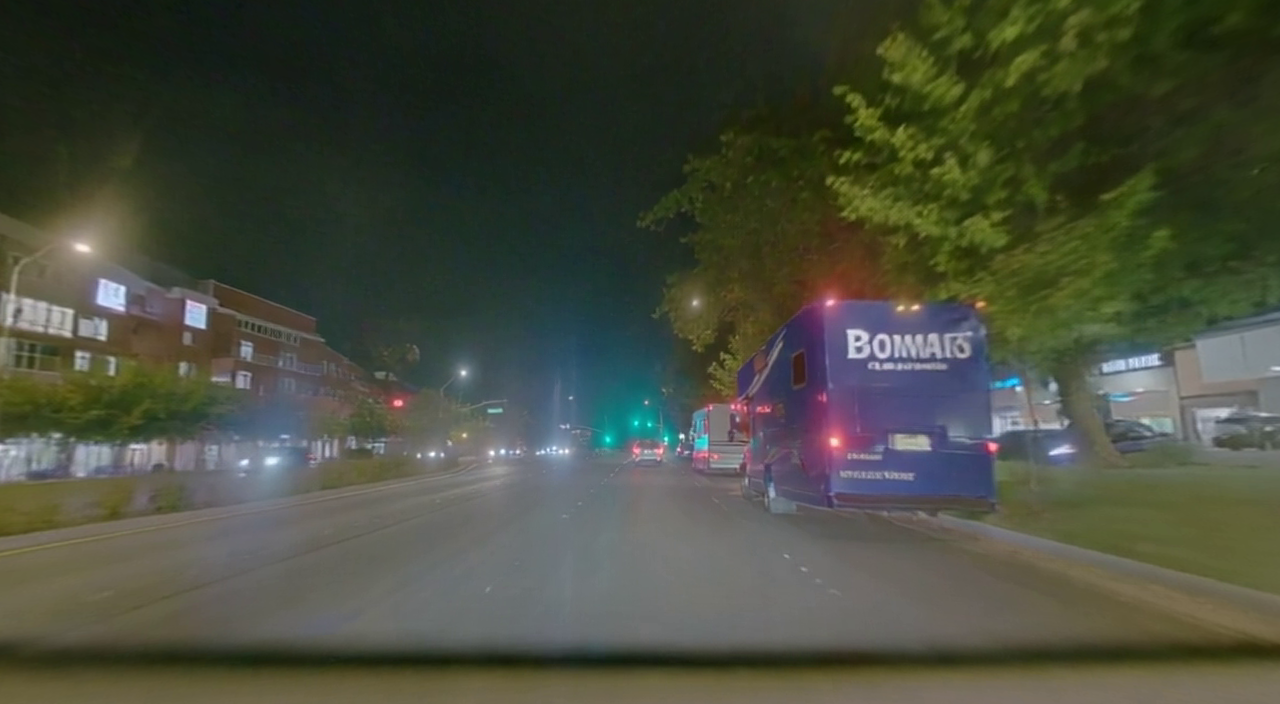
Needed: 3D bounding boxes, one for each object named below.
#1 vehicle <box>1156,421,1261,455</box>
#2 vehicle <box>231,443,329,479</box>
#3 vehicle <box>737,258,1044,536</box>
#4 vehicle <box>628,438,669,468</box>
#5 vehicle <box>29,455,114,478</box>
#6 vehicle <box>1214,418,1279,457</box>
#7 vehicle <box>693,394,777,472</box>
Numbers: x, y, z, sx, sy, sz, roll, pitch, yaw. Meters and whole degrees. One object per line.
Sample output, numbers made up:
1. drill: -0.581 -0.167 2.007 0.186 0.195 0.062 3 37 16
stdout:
1. vehicle: 26.163 3.960 29.059 4.362 1.481 1.766 3 -9 -23
2. vehicle: -17.335 5.253 30.719 2.067 1.578 4.457 0 -9 1
3. vehicle: 4.111 1.194 13.094 2.896 3.921 8.415 0 -9 1
4. vehicle: 0.430 5.527 34.841 2.103 1.506 4.742 0 -8 0
5. vehicle: -39.314 7.918 43.845 1.756 1.470 4.454 0 -9 -1
6. vehicle: 25.987 3.537 26.007 4.328 1.475 1.918 4 -10 -27
7. vehicle: 4.321 4.032 30.592 2.924 3.250 7.780 -1 -9 1
